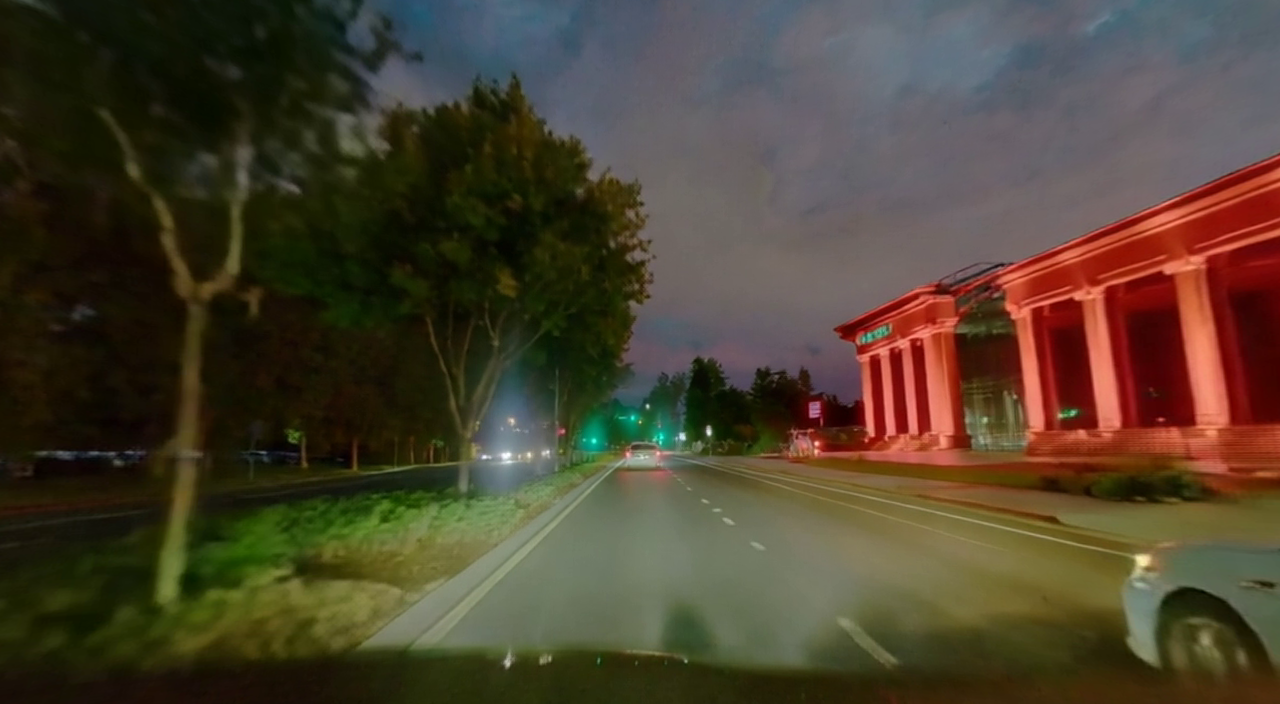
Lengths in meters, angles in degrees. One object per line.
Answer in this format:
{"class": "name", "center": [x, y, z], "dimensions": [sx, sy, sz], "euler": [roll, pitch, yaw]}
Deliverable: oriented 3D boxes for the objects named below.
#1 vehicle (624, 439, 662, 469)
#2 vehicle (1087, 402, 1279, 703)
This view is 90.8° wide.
{"class": "vehicle", "center": [0.229, 6.140, 38.260], "dimensions": [2.123, 1.703, 4.292], "euler": [0, -8, 1]}
{"class": "vehicle", "center": [3.624, 0.745, 1.118], "dimensions": [2.132, 1.497, 4.827], "euler": [0, -8, 0]}
